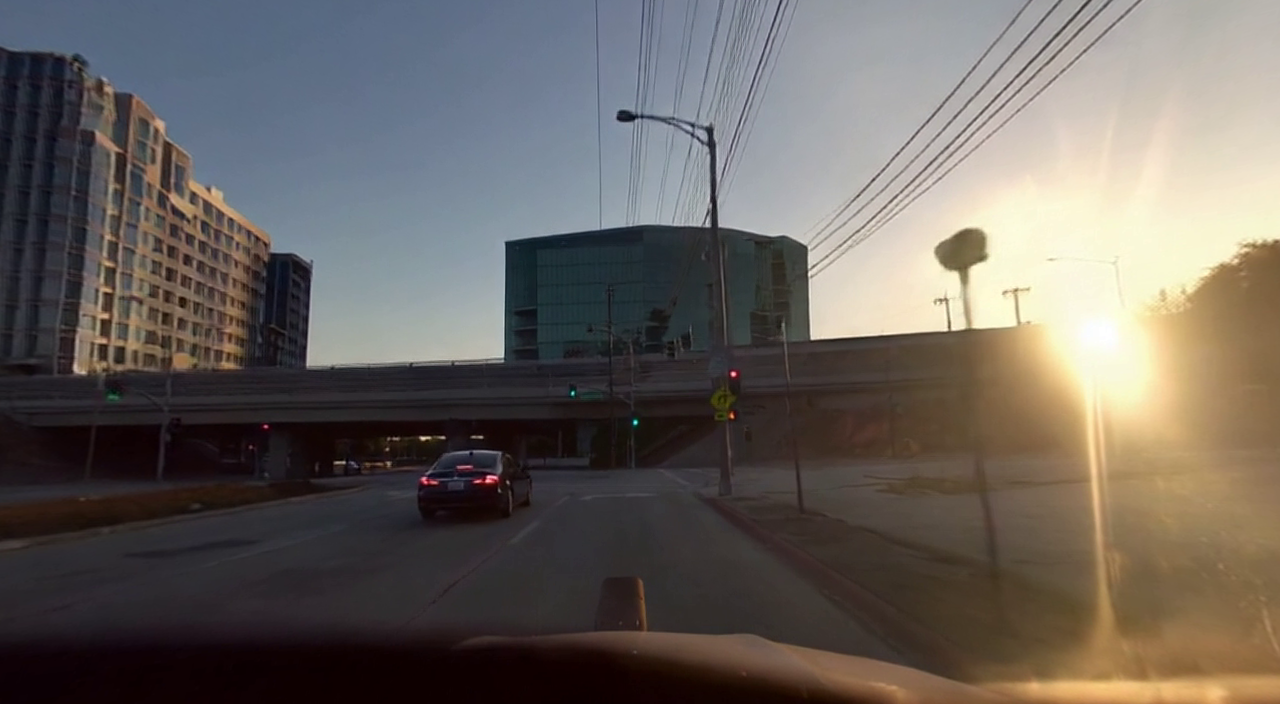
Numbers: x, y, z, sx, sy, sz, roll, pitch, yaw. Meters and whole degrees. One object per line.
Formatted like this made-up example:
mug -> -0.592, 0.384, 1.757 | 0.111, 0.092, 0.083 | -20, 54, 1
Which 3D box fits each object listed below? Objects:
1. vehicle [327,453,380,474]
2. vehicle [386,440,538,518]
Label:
vehicle -> -21.997, 8.587, 48.725 | 2.051, 1.498, 4.337 | 0, -9, -1
vehicle -> -3.774, 2.798, 14.402 | 2.154, 1.465, 4.532 | 0, -9, 0
